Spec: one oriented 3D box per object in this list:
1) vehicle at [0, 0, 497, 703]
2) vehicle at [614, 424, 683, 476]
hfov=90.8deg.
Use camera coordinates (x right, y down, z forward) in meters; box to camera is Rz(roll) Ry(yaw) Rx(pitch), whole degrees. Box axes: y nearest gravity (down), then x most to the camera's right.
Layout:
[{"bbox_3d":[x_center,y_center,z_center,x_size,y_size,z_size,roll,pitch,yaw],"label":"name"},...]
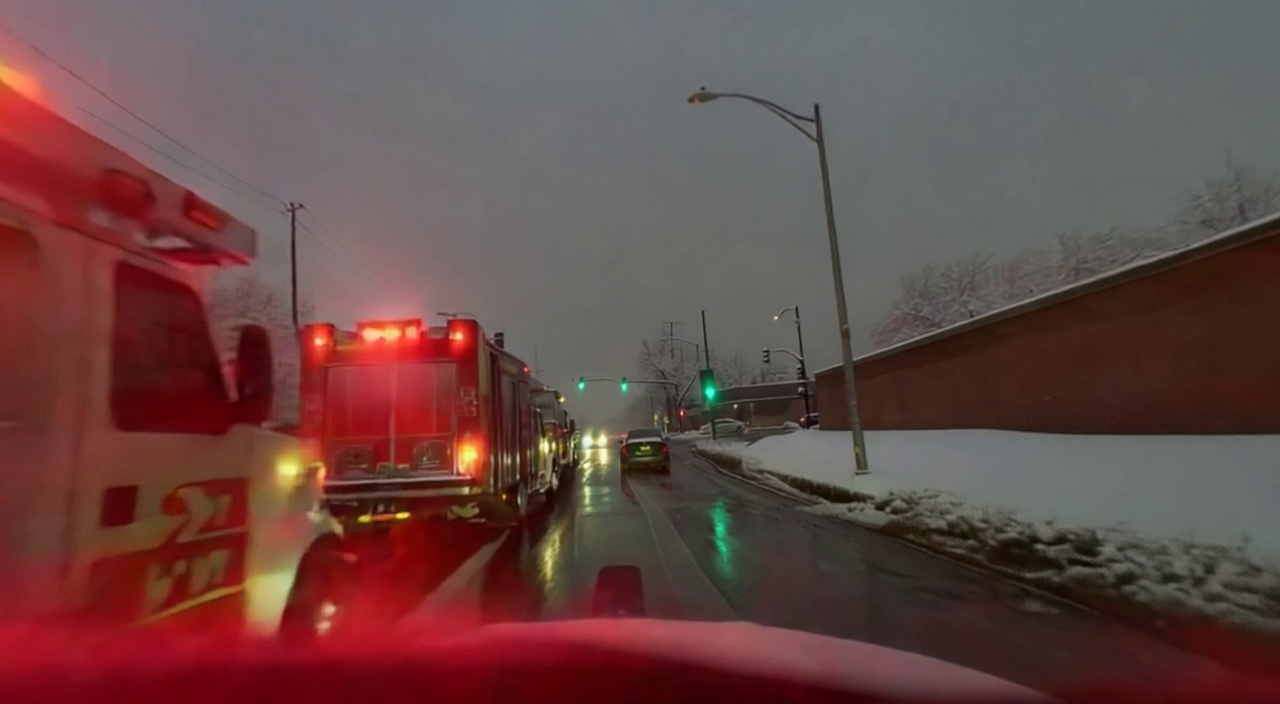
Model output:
[{"bbox_3d":[-3.167,0.122,1.549,3.644,3.138,9.346,0,-8,-1],"label":"vehicle"},{"bbox_3d":[0.208,3.828,24.901,2.332,1.831,4.930,0,-8,-3],"label":"vehicle"}]
